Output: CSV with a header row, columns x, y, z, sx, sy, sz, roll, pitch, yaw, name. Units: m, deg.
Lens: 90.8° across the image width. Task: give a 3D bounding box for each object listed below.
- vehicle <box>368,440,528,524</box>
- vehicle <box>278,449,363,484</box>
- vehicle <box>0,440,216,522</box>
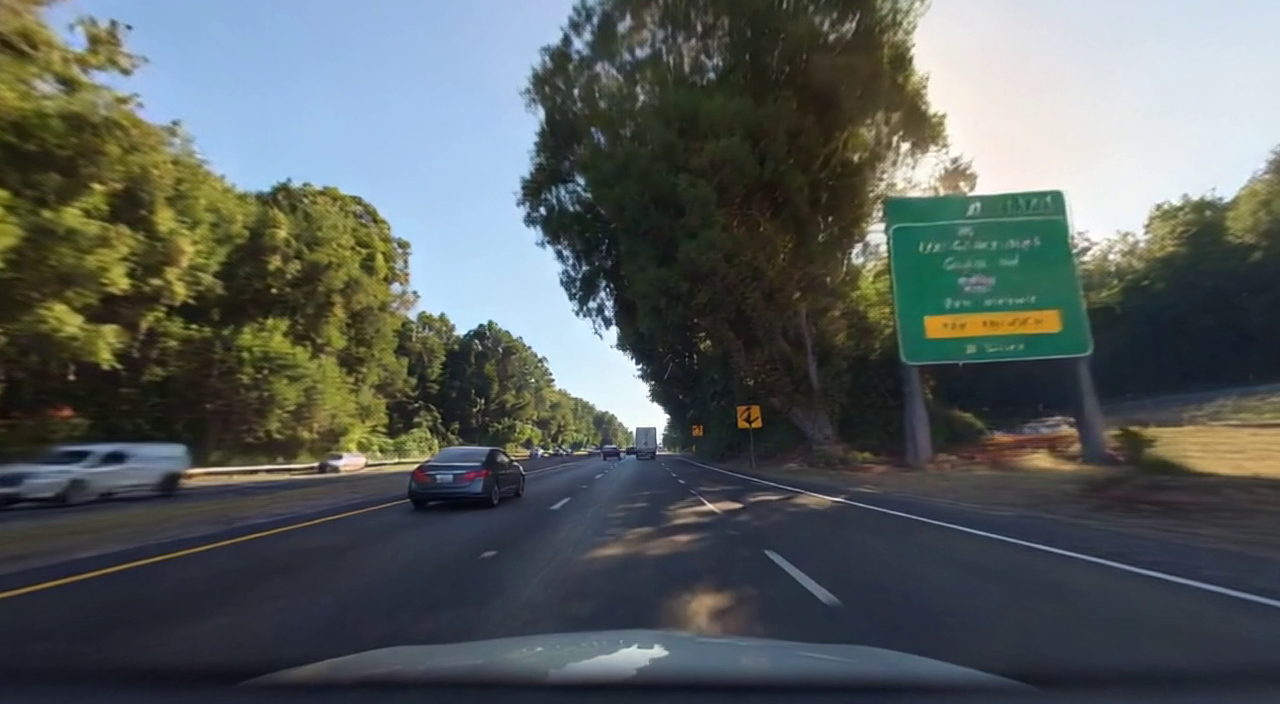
x,y,z,sx,sy,sz,roll,pitch,yaw,name
-3.942,2.762,13.933,2.027,1.519,4.578,0,-9,1,vehicle
-16.261,5.837,32.421,1.957,1.648,4.562,0,-9,0,vehicle
-12.092,2.800,14.204,2.089,1.546,4.227,0,-9,0,vehicle
